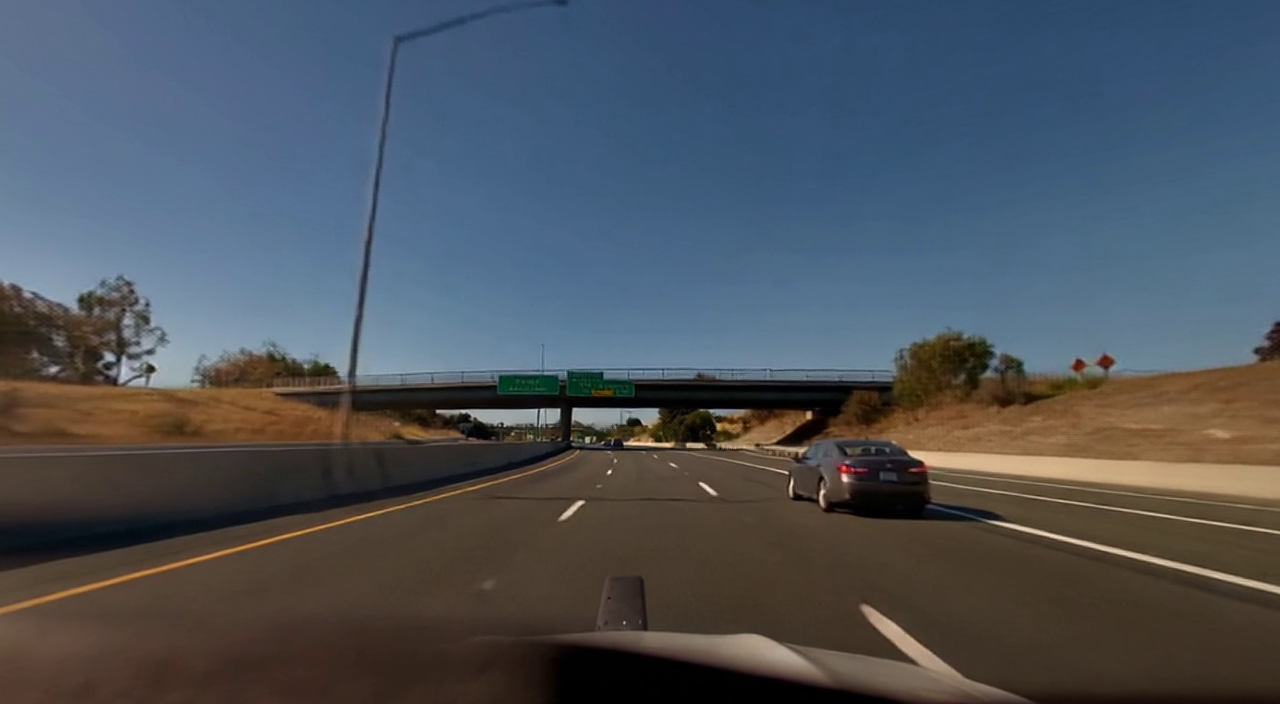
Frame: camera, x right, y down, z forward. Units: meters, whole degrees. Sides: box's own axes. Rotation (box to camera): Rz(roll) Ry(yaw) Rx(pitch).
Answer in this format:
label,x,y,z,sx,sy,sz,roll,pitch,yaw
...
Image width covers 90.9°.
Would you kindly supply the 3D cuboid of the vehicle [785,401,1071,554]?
label,x,y,z,sx,sy,sz,roll,pitch,yaw
vehicle,3.785,1.748,9.533,2.039,1.701,4.834,0,-8,0
